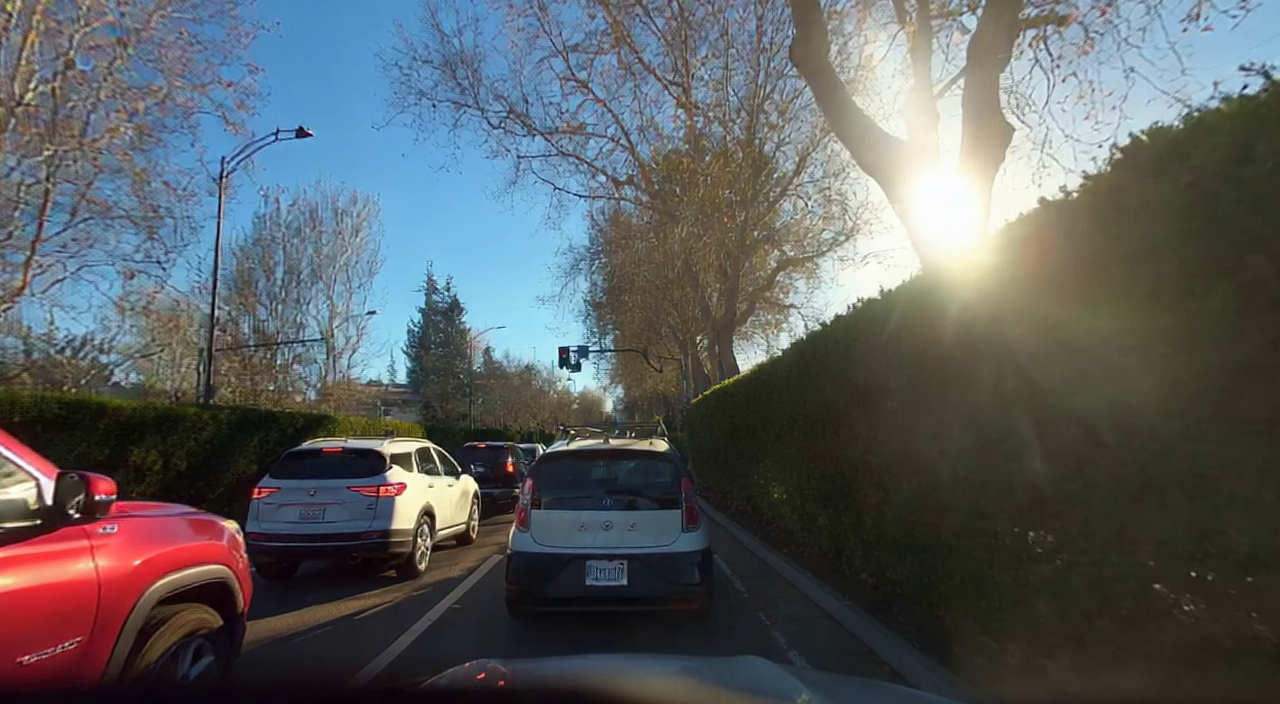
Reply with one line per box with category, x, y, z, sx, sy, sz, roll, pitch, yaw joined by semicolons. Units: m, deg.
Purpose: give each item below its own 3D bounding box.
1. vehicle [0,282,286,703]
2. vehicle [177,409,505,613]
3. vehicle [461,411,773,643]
vehicle;-3.292;0.674;1.268;2.205;1.913;5.327;-6;-8;-2
vehicle;-3.421;1.855;8.322;2.256;1.728;4.421;-6;-8;-2
vehicle;-0.187;1.527;6.425;2.154;1.581;4.007;0;-9;-1
